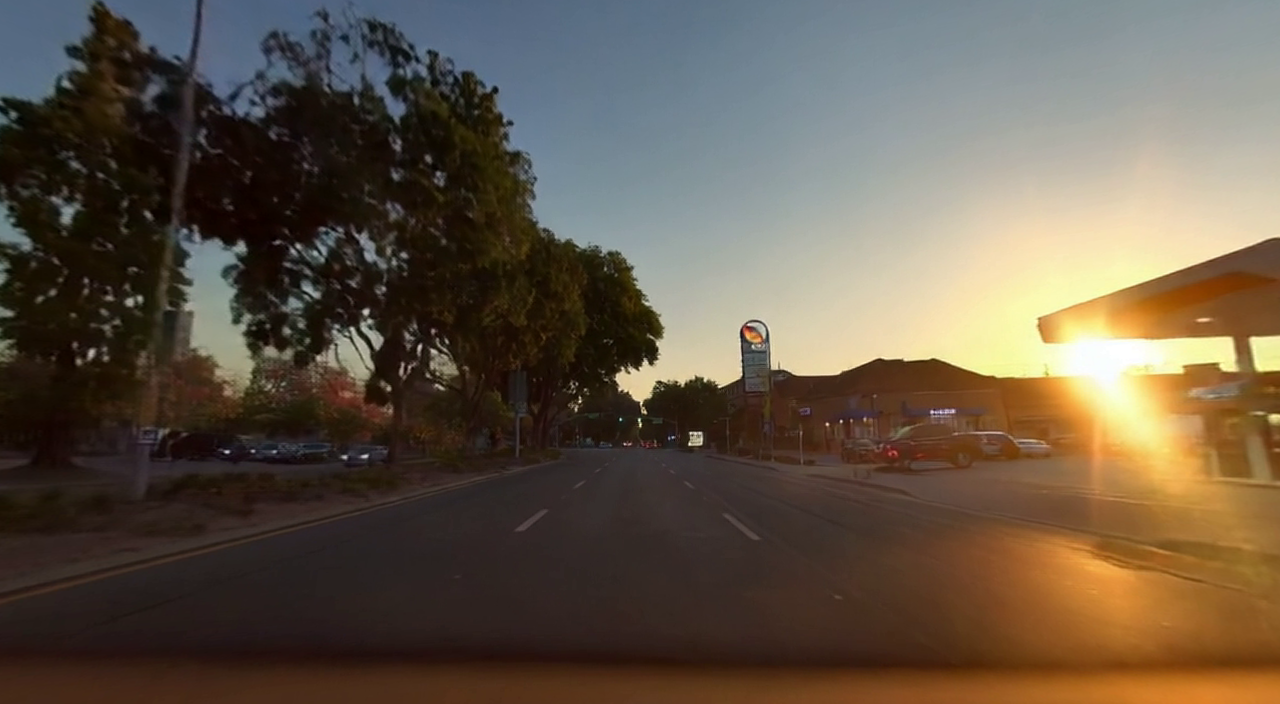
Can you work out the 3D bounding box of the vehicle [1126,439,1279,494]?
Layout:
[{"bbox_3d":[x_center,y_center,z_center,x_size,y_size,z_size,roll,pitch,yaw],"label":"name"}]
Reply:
[{"bbox_3d":[17.648,3.450,19.353,1.815,1.471,4.398,0,-9,-3],"label":"vehicle"}]

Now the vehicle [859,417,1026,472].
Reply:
[{"bbox_3d":[13.300,4.135,28.160,6.063,2.313,2.534,0,-8,1],"label":"vehicle"}]

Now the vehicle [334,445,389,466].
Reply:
[{"bbox_3d":[-20.173,7.486,45.983,1.846,1.461,4.674,0,-8,1],"label":"vehicle"}]

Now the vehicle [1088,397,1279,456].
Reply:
[{"bbox_3d":[38.001,5.214,43.814,11.260,3.858,3.063,0,-9,0],"label":"vehicle"}]
